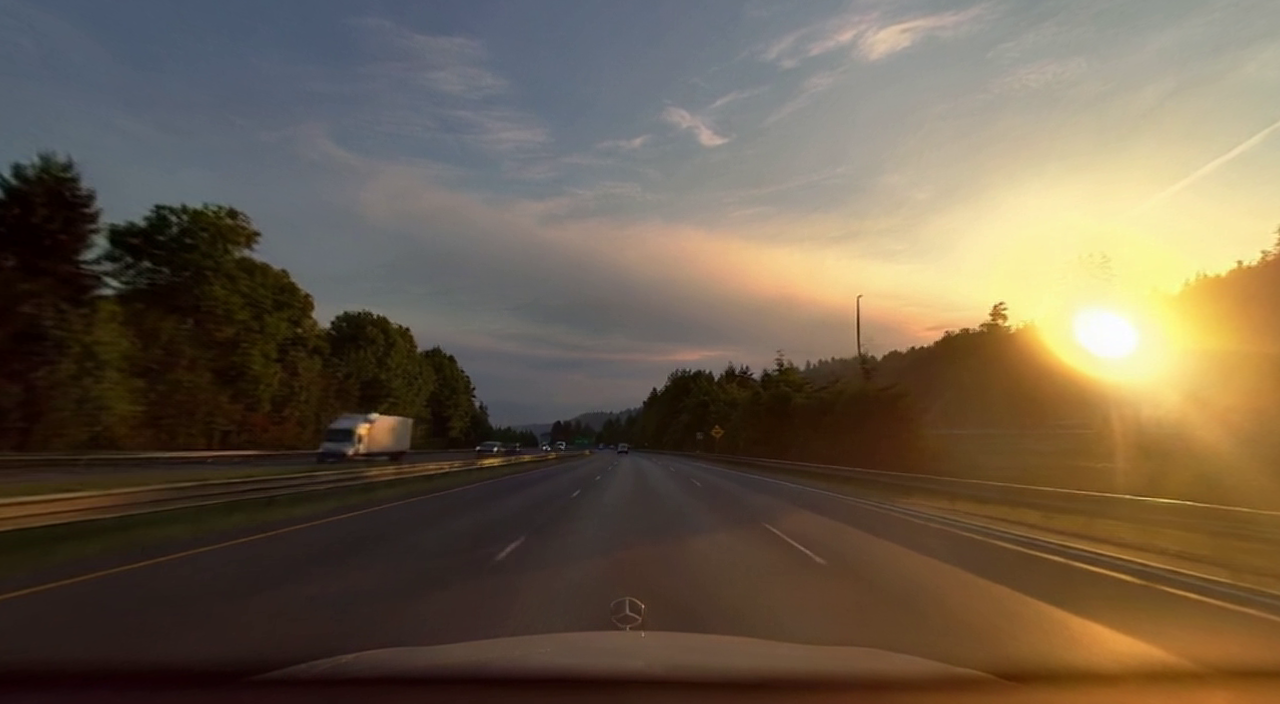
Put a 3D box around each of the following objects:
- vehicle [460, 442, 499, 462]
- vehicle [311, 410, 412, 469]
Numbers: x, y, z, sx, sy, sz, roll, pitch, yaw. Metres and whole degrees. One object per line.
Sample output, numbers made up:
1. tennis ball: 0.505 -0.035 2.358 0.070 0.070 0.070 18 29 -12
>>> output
1. vehicle: -12.527 7.834 49.419 2.041 1.513 4.136 0 -9 -1
2. vehicle: -16.547 5.361 38.099 2.773 3.188 7.170 0 -9 0
